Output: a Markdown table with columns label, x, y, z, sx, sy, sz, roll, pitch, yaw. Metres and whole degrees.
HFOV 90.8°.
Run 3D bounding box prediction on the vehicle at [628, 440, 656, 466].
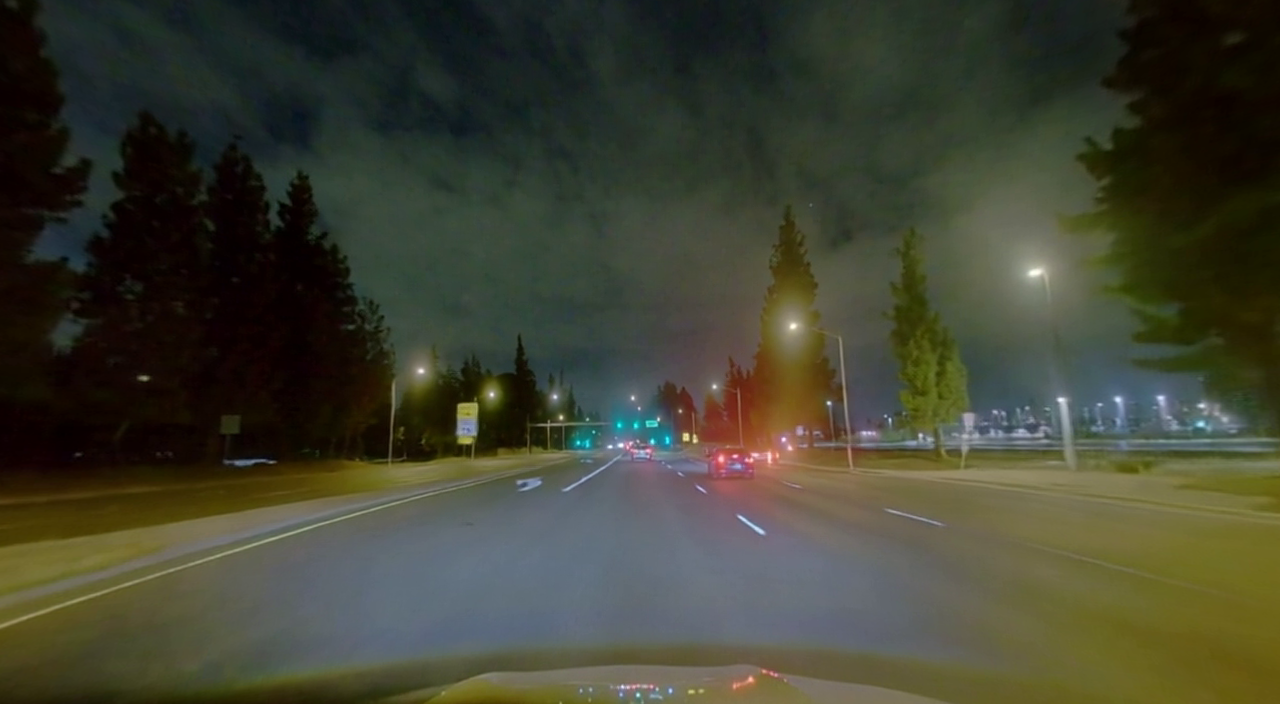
| label | x | y | z | sx | sy | sz | roll | pitch | yaw |
| --- | --- | --- | --- | --- | --- | --- | --- | --- | --- |
| vehicle | 0.101 | 7.375 | 46.322 | 1.988 | 1.800 | 4.322 | 0 | -9 | -1 |

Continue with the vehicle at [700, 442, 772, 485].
| label | x | y | z | sx | sy | sz | roll | pitch | yaw |
| --- | --- | --- | --- | --- | --- | --- | --- | --- | --- |
| vehicle | 3.644 | 4.325 | 24.838 | 1.948 | 1.479 | 4.620 | 0 | -9 | -2 |
